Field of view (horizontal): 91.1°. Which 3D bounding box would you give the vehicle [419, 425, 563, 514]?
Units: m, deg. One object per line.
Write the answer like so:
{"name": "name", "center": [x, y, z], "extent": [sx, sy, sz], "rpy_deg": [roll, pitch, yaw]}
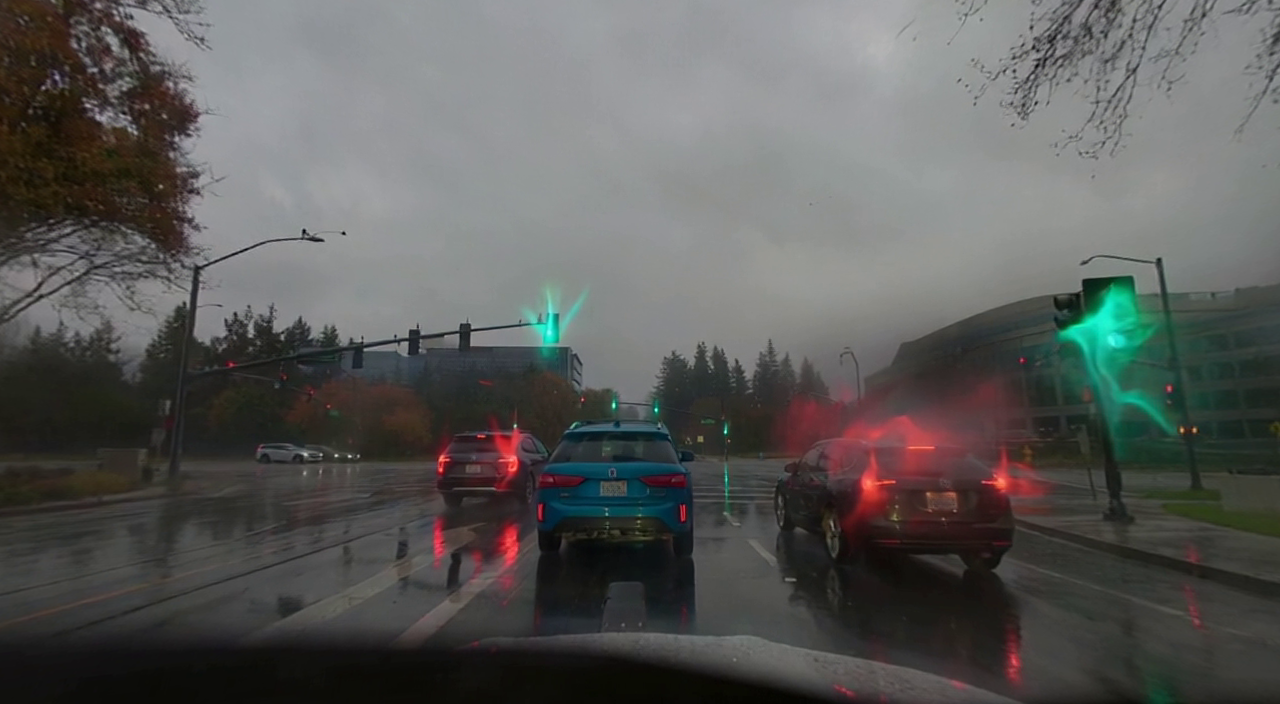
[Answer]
{"name": "vehicle", "center": [-3.014, 2.482, 13.691], "extent": [1.987, 1.633, 4.005], "rpy_deg": [0, -8, 3]}

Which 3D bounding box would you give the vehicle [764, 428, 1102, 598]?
{"name": "vehicle", "center": [3.019, 1.753, 7.828], "extent": [2.056, 1.468, 4.520], "rpy_deg": [0, -8, 0]}

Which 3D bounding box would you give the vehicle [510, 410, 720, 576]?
{"name": "vehicle", "center": [-0.237, 1.738, 8.509], "extent": [2.108, 1.654, 4.235], "rpy_deg": [0, -8, 1]}
